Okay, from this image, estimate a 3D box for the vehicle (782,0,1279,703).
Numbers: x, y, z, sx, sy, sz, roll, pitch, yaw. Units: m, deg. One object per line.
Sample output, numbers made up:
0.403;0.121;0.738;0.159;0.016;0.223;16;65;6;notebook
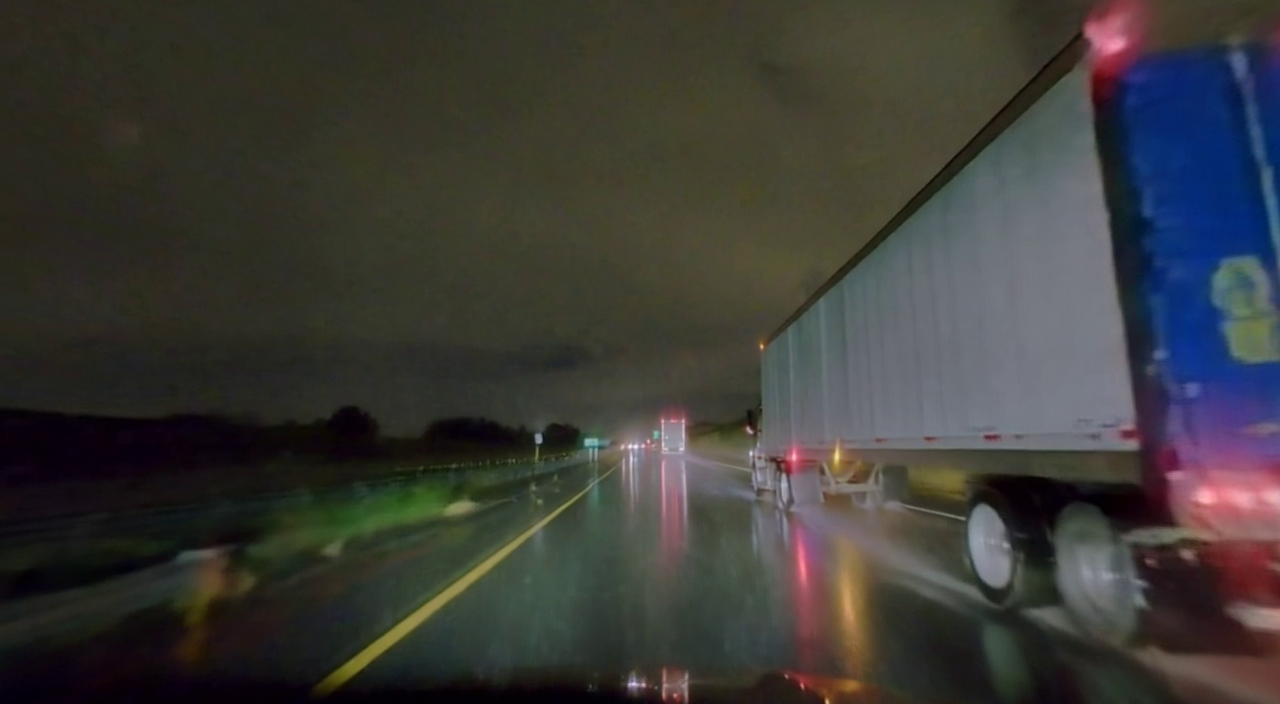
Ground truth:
4.556;0.672;8.199;3.107;3.718;10.231;0;-9;0;vehicle
